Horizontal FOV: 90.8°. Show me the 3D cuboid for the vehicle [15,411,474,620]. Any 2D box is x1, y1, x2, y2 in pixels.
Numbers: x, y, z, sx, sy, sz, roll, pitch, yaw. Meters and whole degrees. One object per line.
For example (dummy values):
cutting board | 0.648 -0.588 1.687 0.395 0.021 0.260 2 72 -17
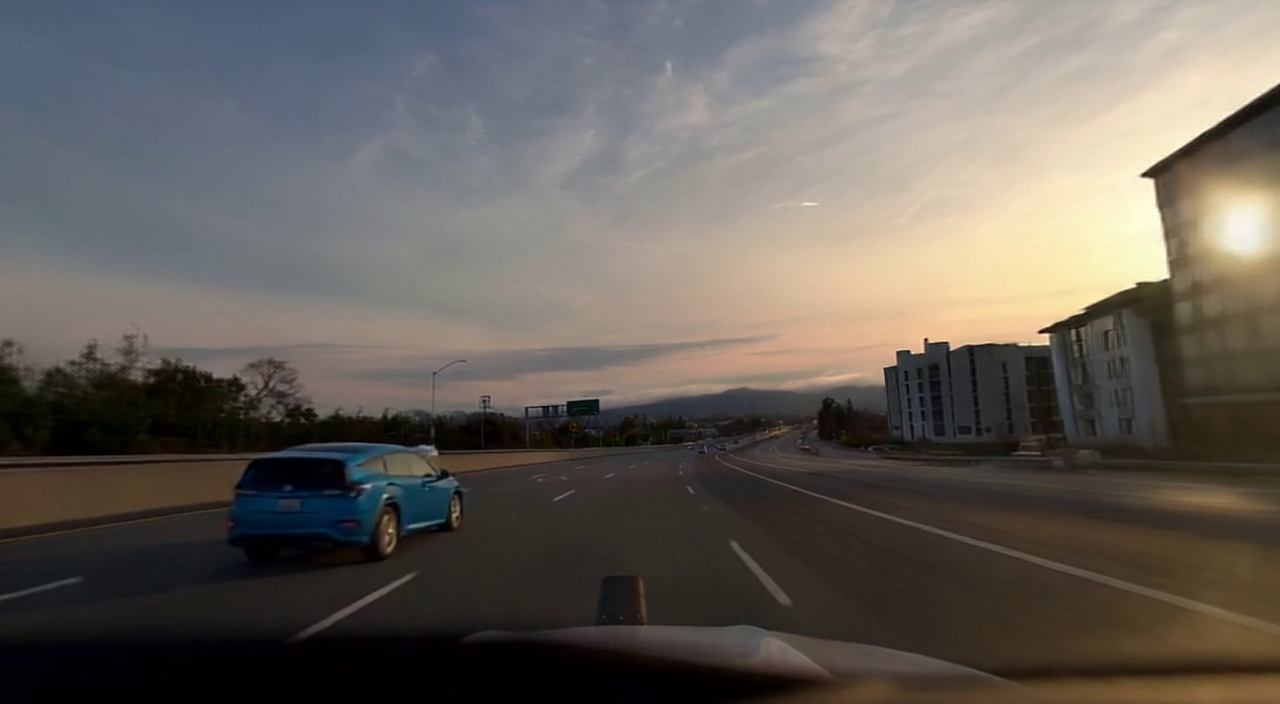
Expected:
vehicle | -3.640 1.598 7.227 2.087 1.566 4.756 0 -9 1
